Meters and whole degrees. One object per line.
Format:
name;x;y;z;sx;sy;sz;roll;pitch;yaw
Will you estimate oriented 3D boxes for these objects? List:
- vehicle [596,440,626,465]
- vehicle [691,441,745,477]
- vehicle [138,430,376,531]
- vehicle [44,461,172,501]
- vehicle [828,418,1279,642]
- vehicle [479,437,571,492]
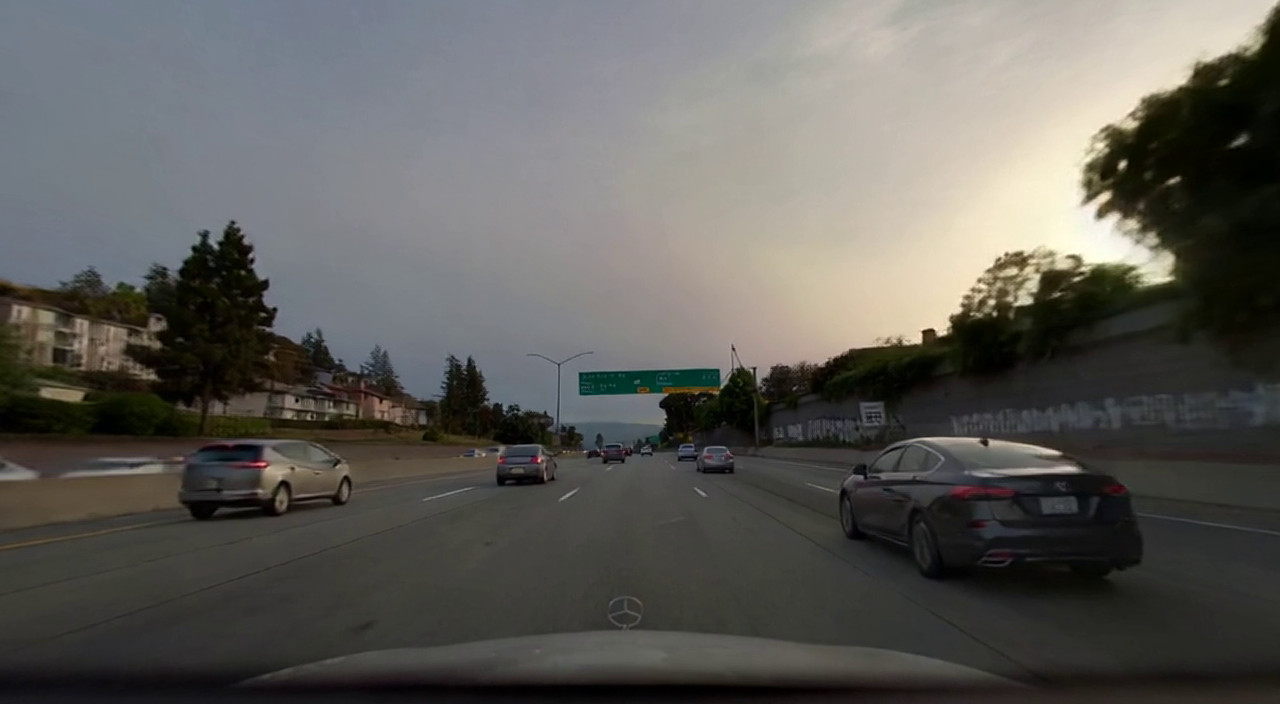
vehicle;-2.142;7.614;47.919;2.183;1.764;4.134;0;-8;-1
vehicle;3.320;4.641;27.576;1.854;1.438;3.954;0;-8;0
vehicle;-7.348;2.475;12.789;2.057;1.681;4.277;0;-8;1
vehicle;-23.245;5.620;27.824;1.789;1.458;4.362;0;-8;1
vehicle;3.556;1.525;6.506;1.912;1.509;4.291;0;-8;0
vehicle;-3.609;3.612;20.636;2.136;1.571;4.285;0;-8;1
